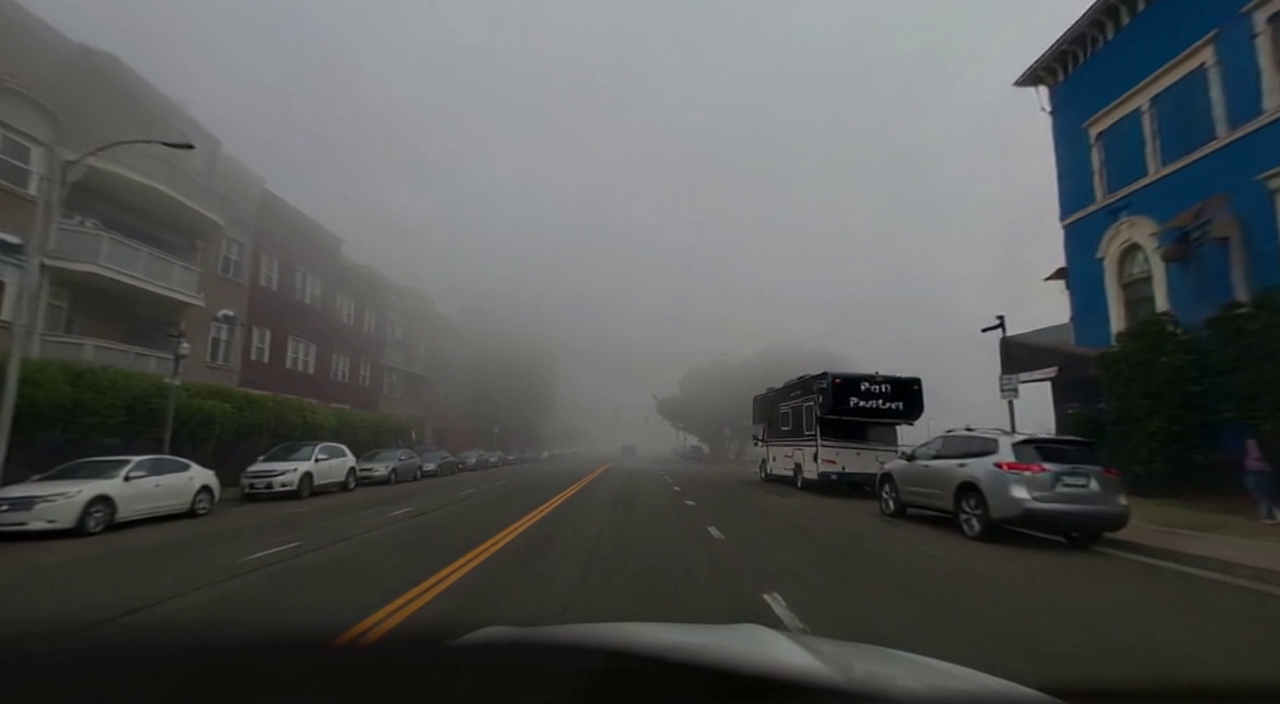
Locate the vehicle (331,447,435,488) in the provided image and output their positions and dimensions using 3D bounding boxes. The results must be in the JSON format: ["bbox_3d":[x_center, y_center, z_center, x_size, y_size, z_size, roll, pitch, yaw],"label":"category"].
[{"bbox_3d":[-10.043,4.522,25.169,2.078,1.427,4.900,0,-8,0],"label":"vehicle"}]

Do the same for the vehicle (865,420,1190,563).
[{"bbox_3d":[5.932,2.174,10.826,2.154,1.804,5.341,0,-8,0],"label":"vehicle"}]

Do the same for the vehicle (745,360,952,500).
[{"bbox_3d":[6.012,2.638,20.694,3.102,3.473,9.734,0,-8,-2],"label":"vehicle"}]

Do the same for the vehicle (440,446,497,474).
[{"bbox_3d":[-10.084,6.349,37.538,1.918,1.535,4.834,0,-8,1],"label":"vehicle"}]

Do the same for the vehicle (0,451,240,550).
[{"bbox_3d":[-9.994,2.638,12.009,1.802,1.439,4.546,0,-8,0],"label":"vehicle"}]

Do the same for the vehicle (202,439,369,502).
[{"bbox_3d":[-10.040,3.357,18.416,2.276,1.597,4.421,0,-8,0],"label":"vehicle"}]
